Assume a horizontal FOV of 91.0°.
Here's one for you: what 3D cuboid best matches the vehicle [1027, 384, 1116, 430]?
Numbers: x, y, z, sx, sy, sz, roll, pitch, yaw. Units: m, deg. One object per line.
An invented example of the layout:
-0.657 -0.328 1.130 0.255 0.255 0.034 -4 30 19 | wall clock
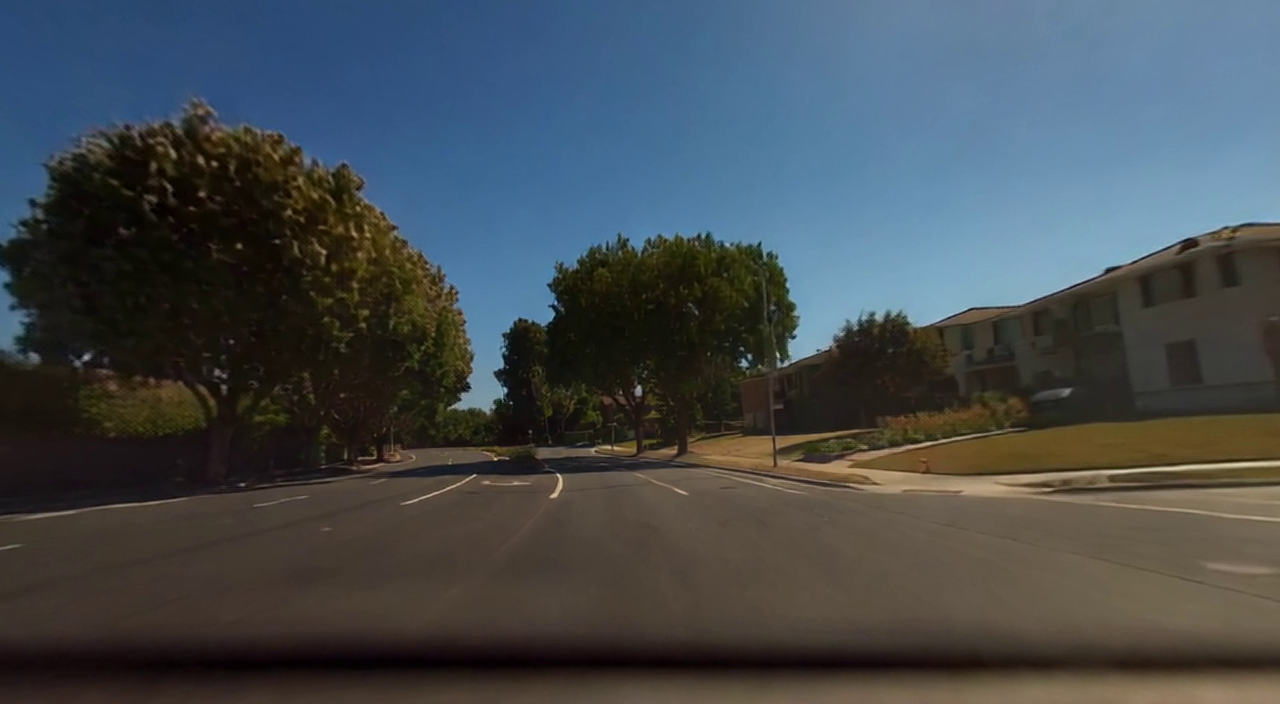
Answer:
19.128 2.513 27.847 4.740 1.779 2.023 8 -11 -41 | vehicle
